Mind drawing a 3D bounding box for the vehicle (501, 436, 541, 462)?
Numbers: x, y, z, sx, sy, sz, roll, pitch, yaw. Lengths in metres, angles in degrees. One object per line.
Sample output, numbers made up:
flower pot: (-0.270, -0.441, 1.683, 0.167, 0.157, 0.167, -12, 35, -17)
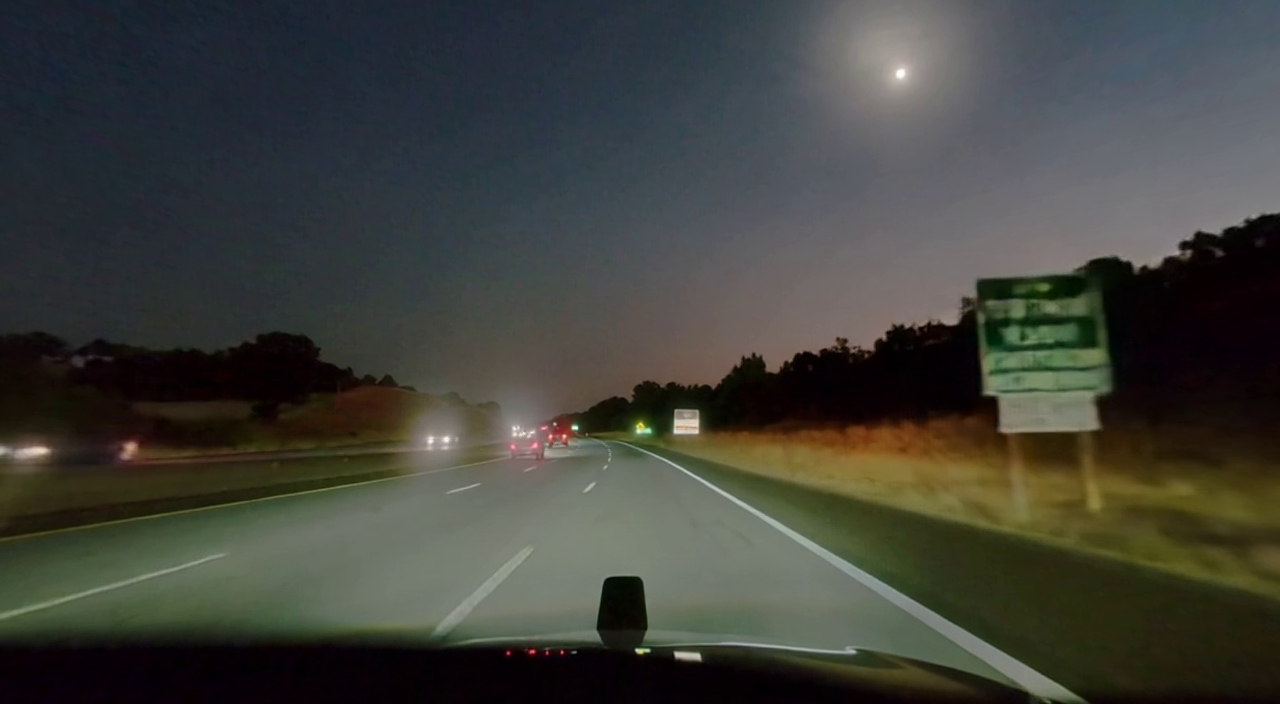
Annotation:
vehicle: (-7.763, 6.329, 41.396, 1.931, 1.608, 3.977, 0, -8, -2)
